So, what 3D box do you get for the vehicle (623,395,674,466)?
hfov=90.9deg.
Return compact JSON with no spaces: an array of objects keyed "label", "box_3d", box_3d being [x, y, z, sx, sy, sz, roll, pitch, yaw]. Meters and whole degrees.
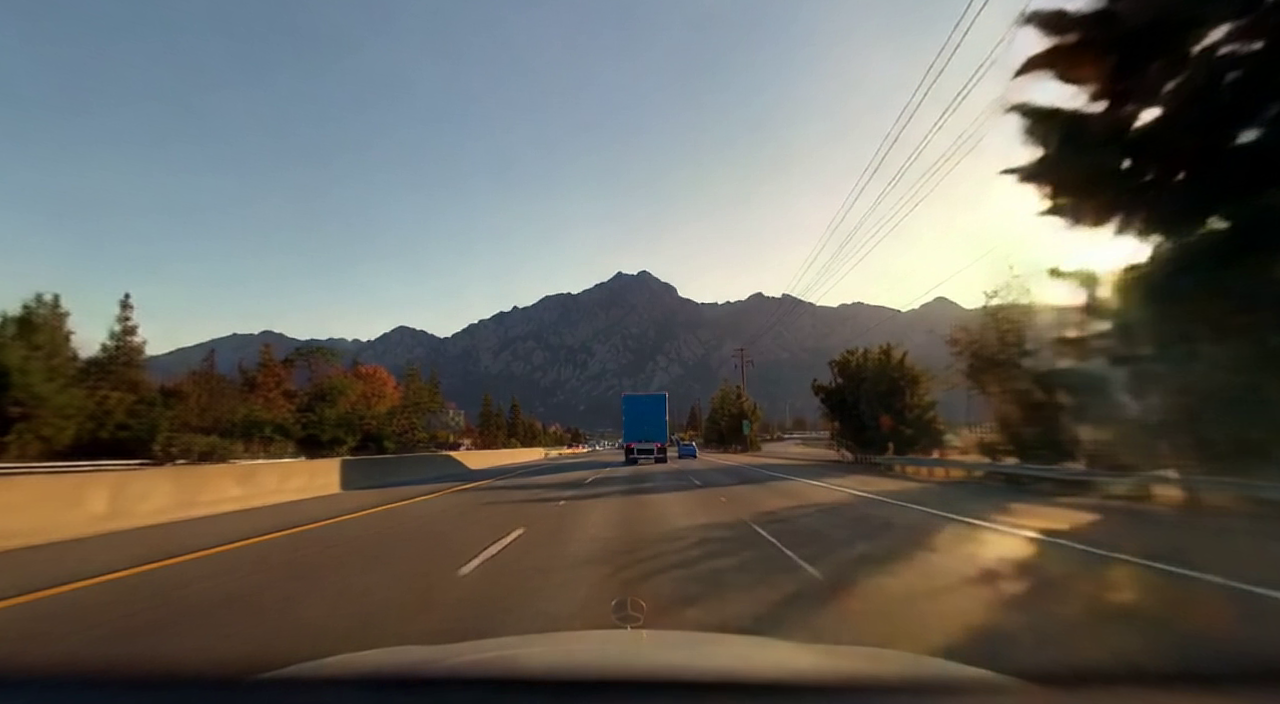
[{"label":"vehicle","box_3d":[0.429,5.353,42.107,2.919,4.101,11.541,0,-8,-1]}]
